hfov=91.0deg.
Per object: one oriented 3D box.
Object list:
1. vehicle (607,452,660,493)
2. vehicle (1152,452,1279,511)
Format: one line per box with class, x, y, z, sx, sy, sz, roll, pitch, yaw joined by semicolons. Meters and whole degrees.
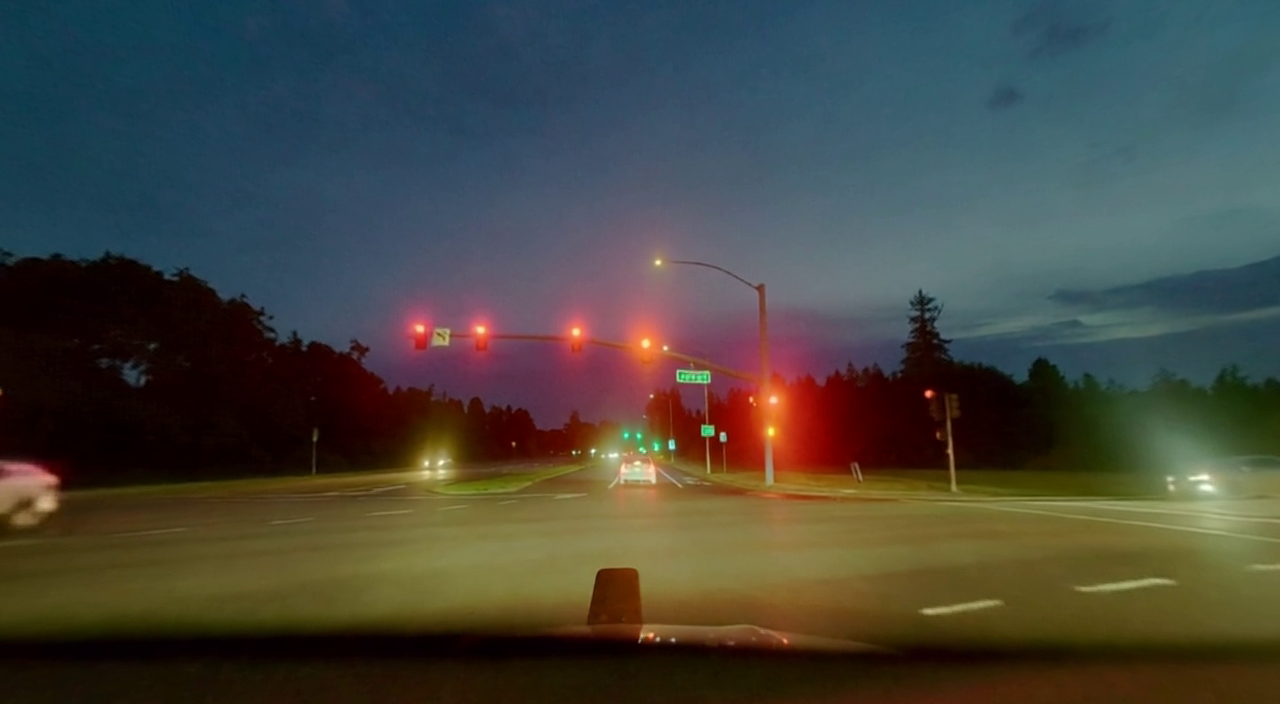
vehicle;-0.266;4.752;25.146;1.954;1.469;3.465;0;-9;0
vehicle;17.707;3.660;18.094;4.501;1.486;2.091;1;-9;-11
